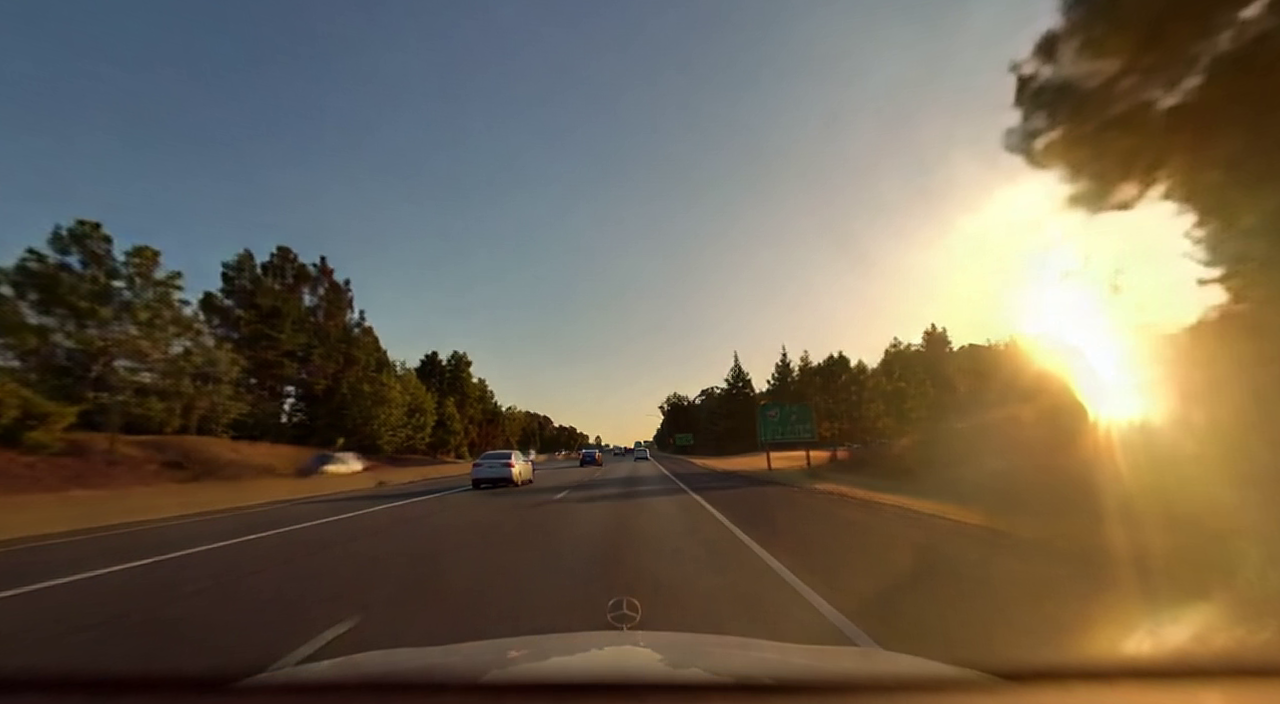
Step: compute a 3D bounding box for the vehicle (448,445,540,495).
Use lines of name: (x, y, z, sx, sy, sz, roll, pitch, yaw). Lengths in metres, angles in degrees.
vehicle: (-4.781, 3.934, 21.407, 1.975, 1.501, 4.603, 0, -9, 1)

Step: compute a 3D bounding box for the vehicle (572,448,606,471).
vehicle: (-3.421, 7.341, 43.088, 2.005, 1.474, 3.921, 0, -9, 0)

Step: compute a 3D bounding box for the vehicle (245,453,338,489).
vehicle: (-17.298, 5.916, 31.584, 1.972, 1.606, 4.630, 0, -9, 1)
